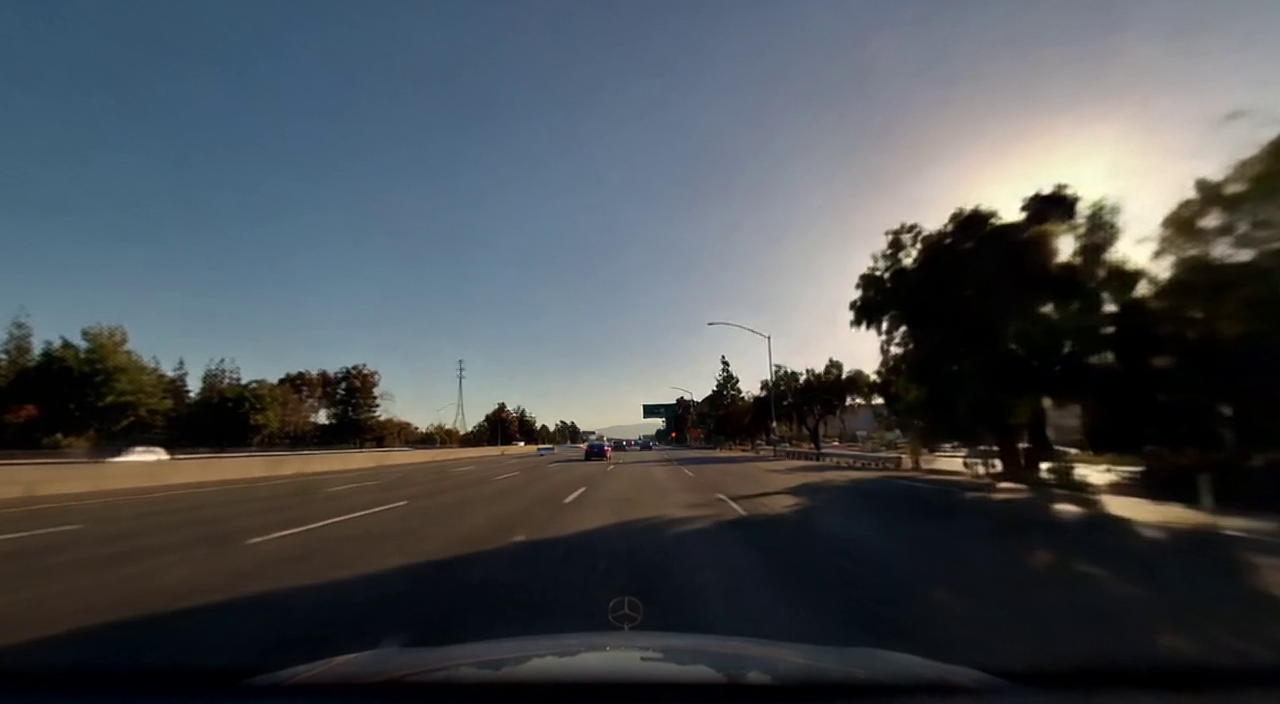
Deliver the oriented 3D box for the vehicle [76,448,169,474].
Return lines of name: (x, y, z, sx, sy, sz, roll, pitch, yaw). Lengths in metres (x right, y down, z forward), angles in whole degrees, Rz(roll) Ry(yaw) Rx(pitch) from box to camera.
vehicle: (-32.018, 6.720, 39.195, 1.796, 1.467, 4.575, 0, -8, 1)
